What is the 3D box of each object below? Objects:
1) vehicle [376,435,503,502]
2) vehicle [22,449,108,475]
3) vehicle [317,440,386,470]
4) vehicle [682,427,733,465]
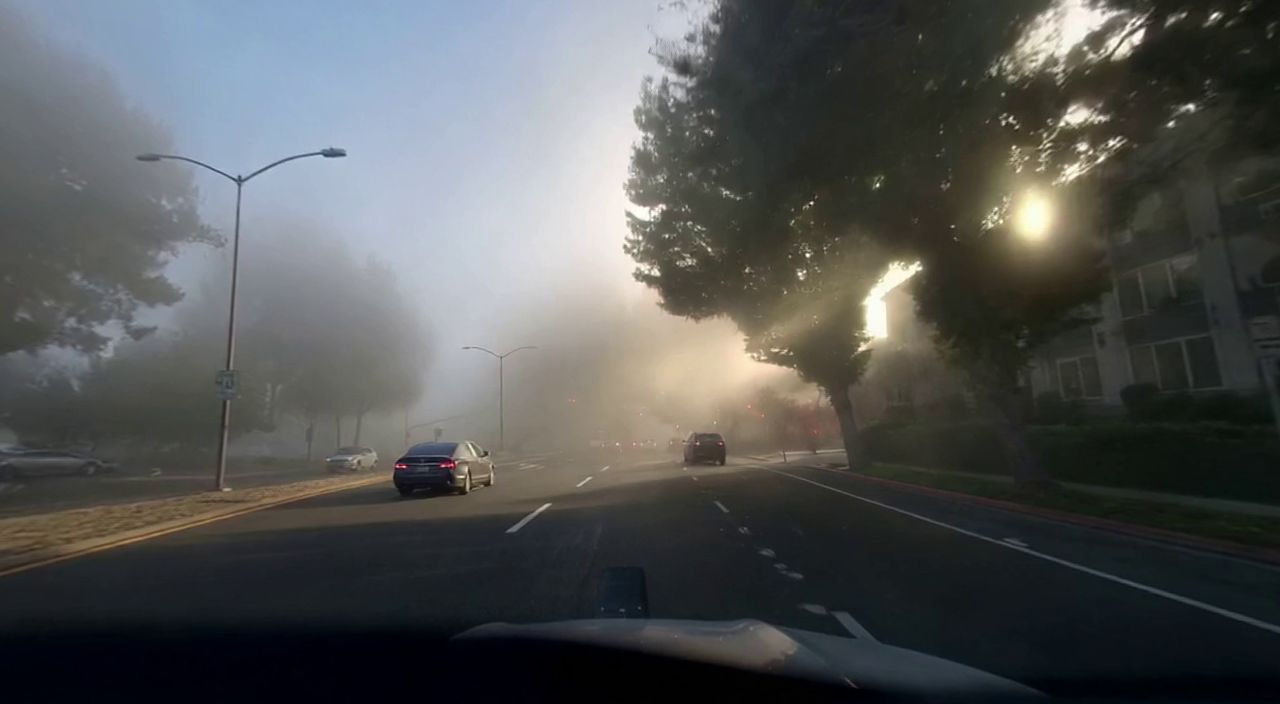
[{"bbox_3d":[-4.956,2.917,16.268,1.926,1.465,4.620,0,-8,-2],"label":"vehicle"},{"bbox_3d":[-38.811,7.395,42.528,1.832,1.642,4.246,0,-8,-1],"label":"vehicle"},{"bbox_3d":[-17.697,6.330,38.740,2.085,1.700,4.498,0,-8,1],"label":"vehicle"},{"bbox_3d":[3.468,4.964,33.206,2.141,1.833,4.704,0,-8,-1],"label":"vehicle"}]
